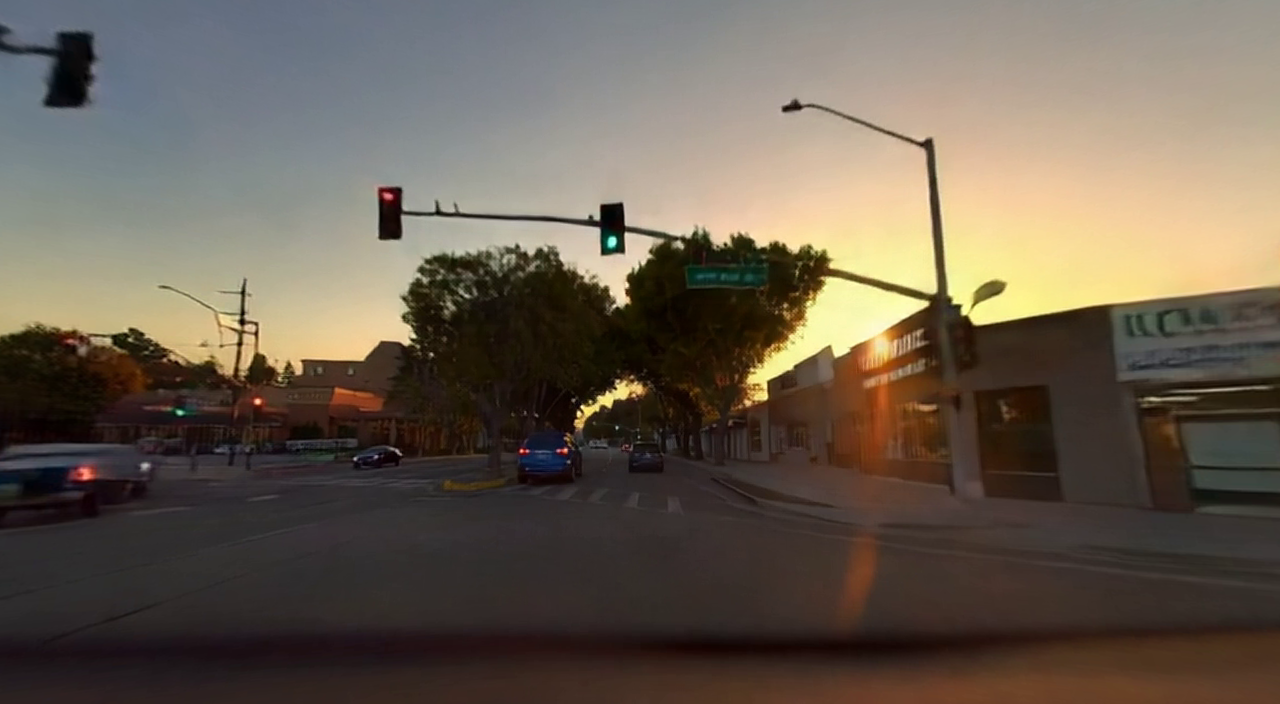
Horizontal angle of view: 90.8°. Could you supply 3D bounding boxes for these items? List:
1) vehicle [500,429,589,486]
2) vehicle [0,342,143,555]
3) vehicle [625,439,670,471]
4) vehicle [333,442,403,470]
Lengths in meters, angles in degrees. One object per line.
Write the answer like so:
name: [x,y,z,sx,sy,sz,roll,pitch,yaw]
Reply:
vehicle: [-3.251,3.723,22.661,2.464,1.777,5.128,0,-8,-1]
vehicle: [-9.997,1.450,9.667,2.507,2.667,4.567,4,-9,-24]
vehicle: [0.336,5.169,31.863,2.103,1.487,4.101,0,-8,0]
vehicle: [-15.961,6.116,37.413,1.912,1.432,5.070,-3,-8,0]
